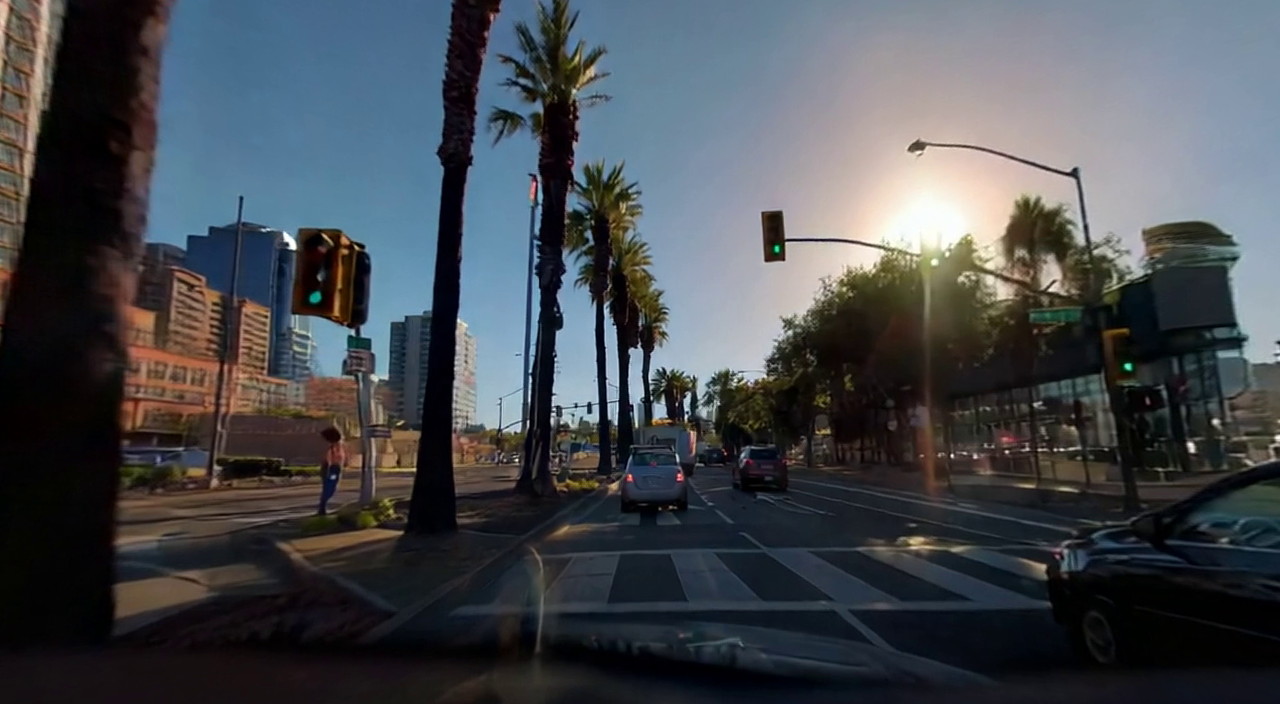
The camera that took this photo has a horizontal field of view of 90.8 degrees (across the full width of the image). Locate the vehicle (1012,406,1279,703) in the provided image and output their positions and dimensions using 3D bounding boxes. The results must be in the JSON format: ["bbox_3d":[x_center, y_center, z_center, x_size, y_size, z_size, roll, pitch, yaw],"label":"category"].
[{"bbox_3d":[3.585,0.916,2.218,1.920,1.490,4.417,0,-9,1],"label":"vehicle"}]

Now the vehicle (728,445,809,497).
[{"bbox_3d":[3.975,3.723,20.108,1.909,1.500,3.524,0,-9,1],"label":"vehicle"}]

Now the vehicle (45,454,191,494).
[{"bbox_3d":[-22.210,5.177,27.172,1.809,1.472,4.601,-2,-9,13],"label":"vehicle"}]

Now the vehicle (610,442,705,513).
[{"bbox_3d":[0.428,2.997,15.541,2.048,1.503,3.681,0,-9,2],"label":"vehicle"}]
